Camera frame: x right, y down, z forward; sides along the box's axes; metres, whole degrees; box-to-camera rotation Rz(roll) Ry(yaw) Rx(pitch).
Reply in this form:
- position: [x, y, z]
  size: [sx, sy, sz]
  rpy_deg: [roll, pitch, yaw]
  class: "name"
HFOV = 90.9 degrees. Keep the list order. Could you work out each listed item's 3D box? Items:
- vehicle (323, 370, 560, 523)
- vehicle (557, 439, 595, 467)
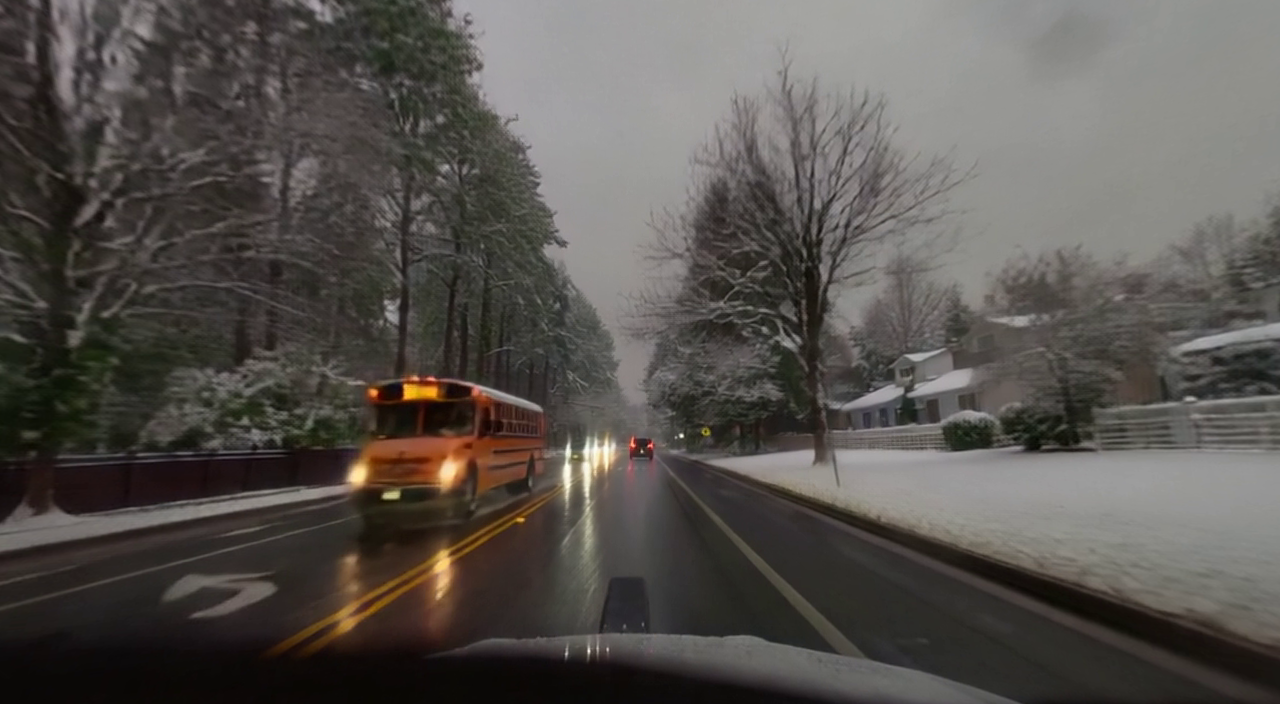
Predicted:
- position: [-4.274, 2.414, 16.338]
  size: [2.966, 2.818, 9.113]
  rpy_deg: [0, -8, 1]
  class: "vehicle"
- position: [-4.220, 6.762, 42.353]
  size: [2.069, 1.707, 4.385]
  rpy_deg: [0, -8, 1]
  class: "vehicle"
